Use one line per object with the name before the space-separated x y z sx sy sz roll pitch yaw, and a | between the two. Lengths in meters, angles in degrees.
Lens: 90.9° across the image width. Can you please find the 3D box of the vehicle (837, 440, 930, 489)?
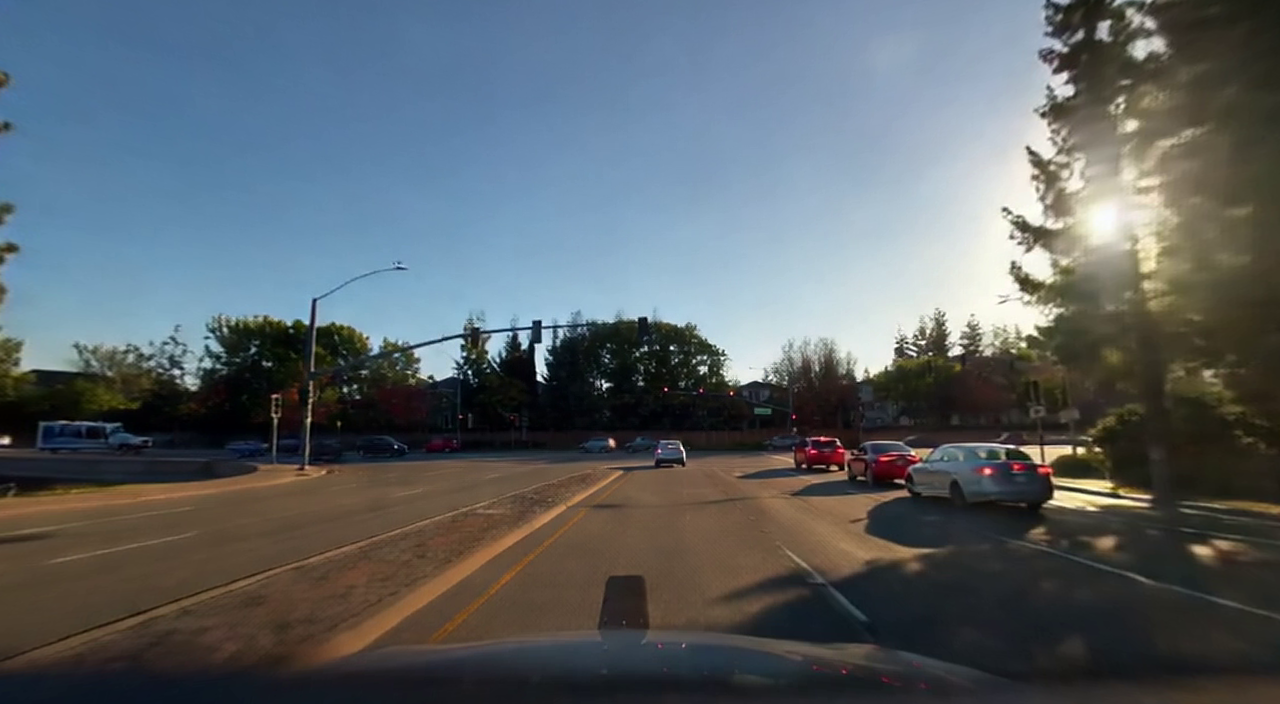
vehicle | 8.039 3.722 21.197 1.726 1.467 3.793 -1 -8 2

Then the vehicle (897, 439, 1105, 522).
vehicle | 7.535 2.688 13.876 1.947 1.478 4.731 -1 -8 3

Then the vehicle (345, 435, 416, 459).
vehicle | -20.501 7.503 49.953 4.786 1.803 1.967 -1 -8 6

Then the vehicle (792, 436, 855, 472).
vehicle | 8.592 4.821 29.932 1.901 1.577 4.348 -1 -8 3

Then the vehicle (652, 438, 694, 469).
vehicle | 1.662 5.217 32.649 2.041 1.485 3.813 -1 -8 2
